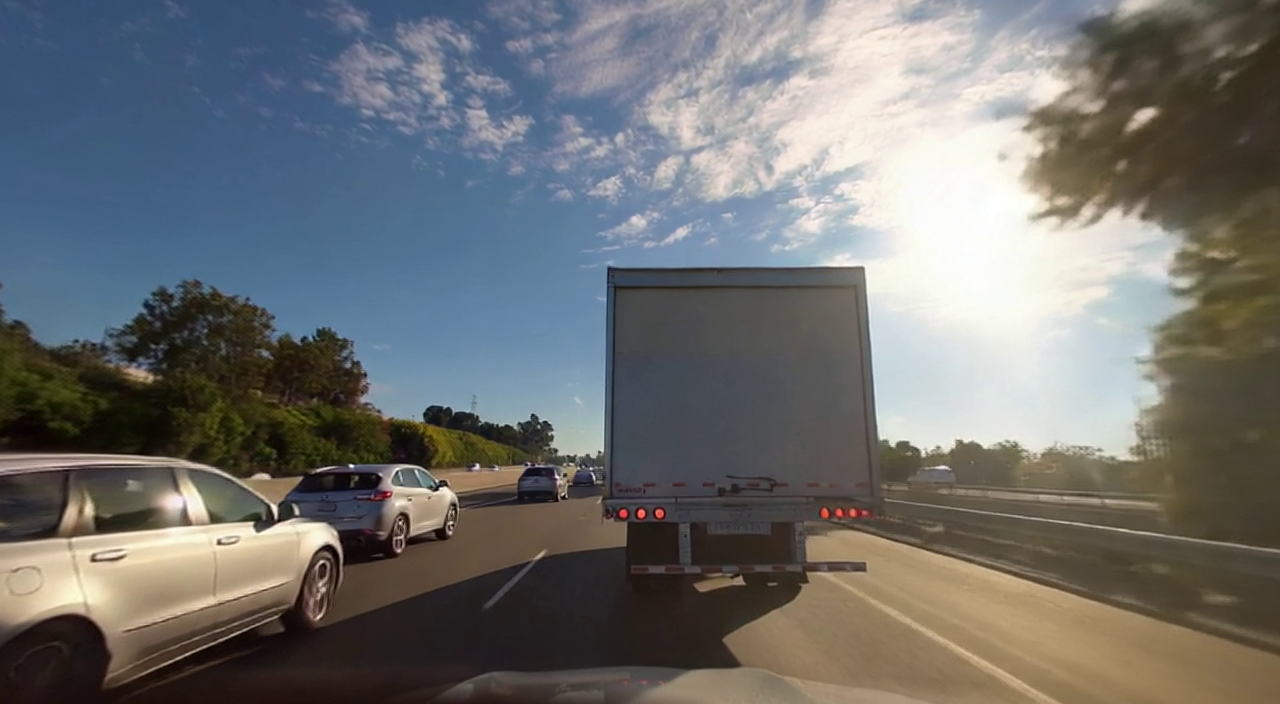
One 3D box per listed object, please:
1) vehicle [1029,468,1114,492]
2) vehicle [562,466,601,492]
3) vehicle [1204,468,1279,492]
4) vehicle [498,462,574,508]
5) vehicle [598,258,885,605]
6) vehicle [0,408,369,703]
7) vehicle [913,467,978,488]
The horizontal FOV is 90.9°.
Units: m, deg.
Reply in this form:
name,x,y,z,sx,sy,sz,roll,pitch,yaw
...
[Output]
name,x,y,z,sx,sy,sz,roll,pitch,yaw
vehicle,29.028,8.614,42.545,4.299,1.465,1.807,-3,-11,17
vehicle,-3.439,7.535,37.552,1.867,1.418,3.670,0,-11,2
vehicle,39.717,8.371,41.141,3.974,1.485,1.709,0,-11,1
vehicle,-3.743,4.885,23.439,1.964,1.482,4.371,0,-11,1
vehicle,0.922,1.537,10.779,2.831,3.529,8.689,1,-11,-1
vehicle,-3.494,1.133,3.302,1.983,1.509,4.679,0,-11,1
vehicle,22.786,9.320,46.947,4.107,1.485,1.796,-6,-12,30
